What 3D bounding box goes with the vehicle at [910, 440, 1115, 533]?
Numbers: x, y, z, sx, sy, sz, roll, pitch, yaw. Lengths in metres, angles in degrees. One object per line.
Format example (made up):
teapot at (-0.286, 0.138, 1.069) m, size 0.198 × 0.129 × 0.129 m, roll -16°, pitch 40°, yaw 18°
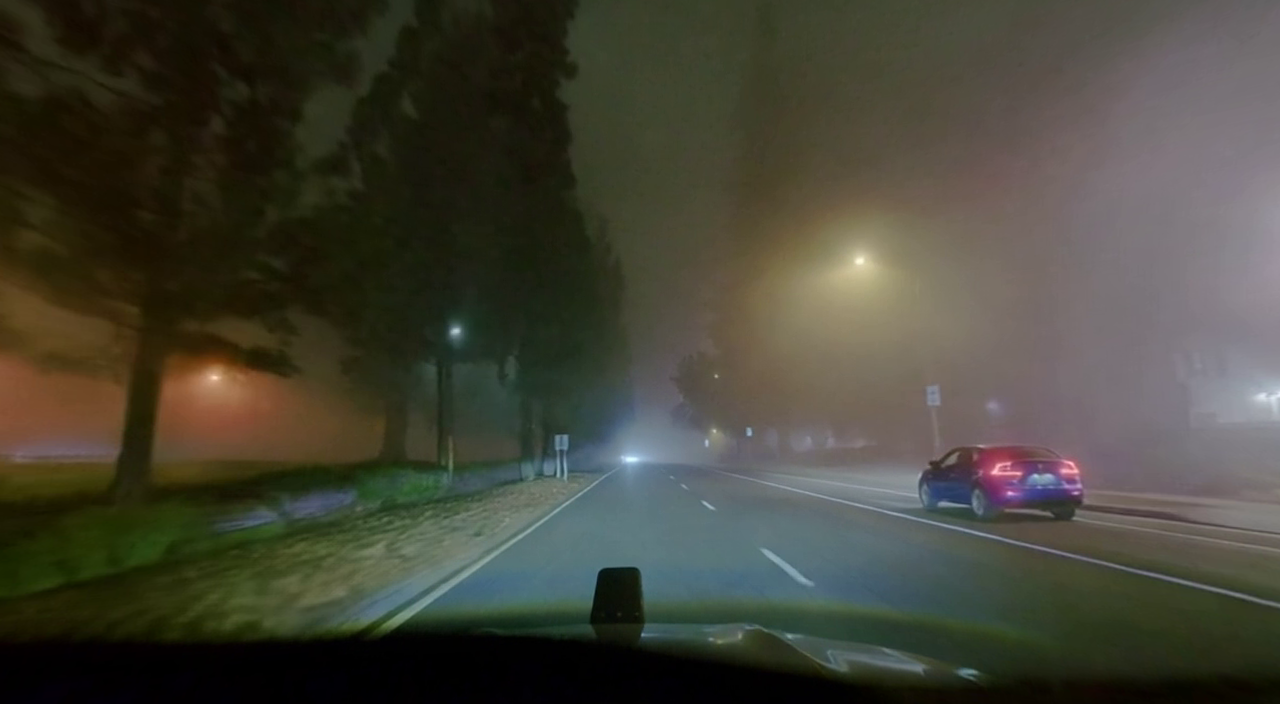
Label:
vehicle at (6.950, 2.512, 12.282) m, size 1.797 × 1.518 × 3.433 m, roll 0°, pitch -9°, yaw -1°
